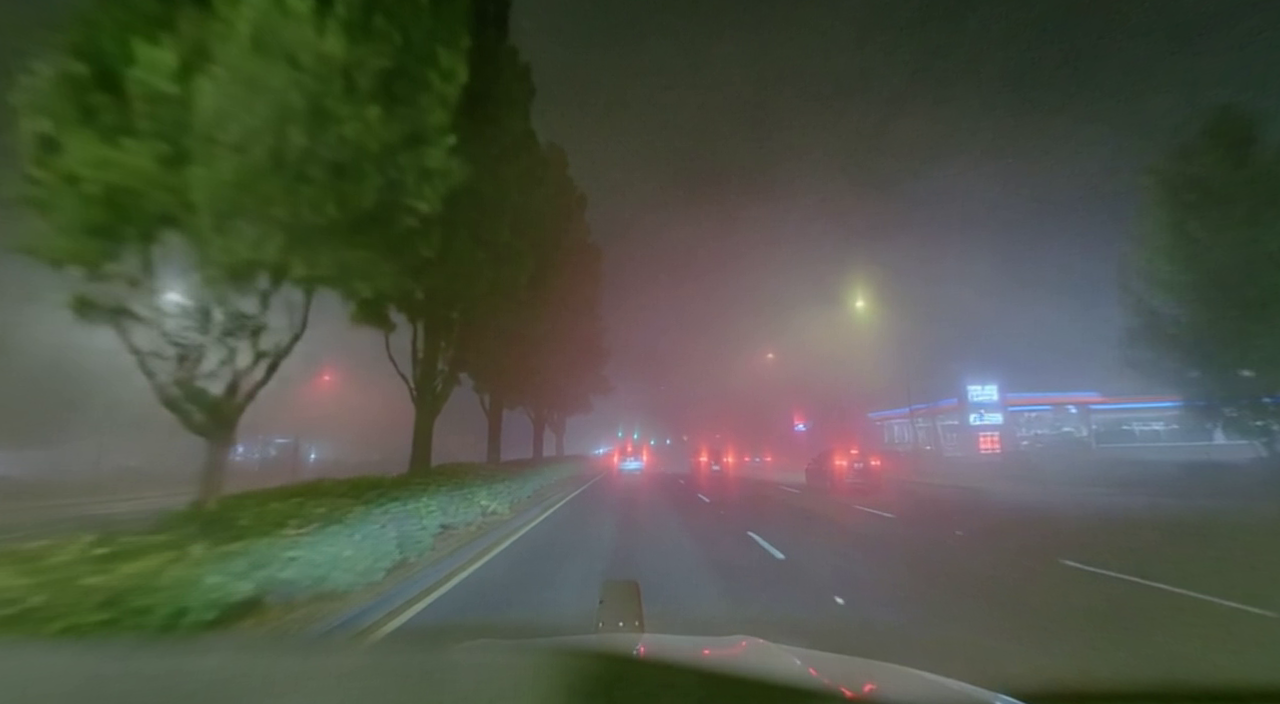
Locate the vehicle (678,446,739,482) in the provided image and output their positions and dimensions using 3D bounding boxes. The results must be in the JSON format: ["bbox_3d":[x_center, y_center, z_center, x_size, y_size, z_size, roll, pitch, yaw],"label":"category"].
[{"bbox_3d":[2.983,5.008,28.584,2.057,1.491,4.675,0,-8,-2],"label":"vehicle"}]

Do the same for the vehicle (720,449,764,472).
[{"bbox_3d":[6.531,6.976,40.969,2.068,1.393,3.874,0,-8,-3],"label":"vehicle"}]

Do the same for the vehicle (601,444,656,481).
[{"bbox_3d":[-0.535,4.853,28.018,2.242,1.474,4.127,0,-8,-2],"label":"vehicle"}]
